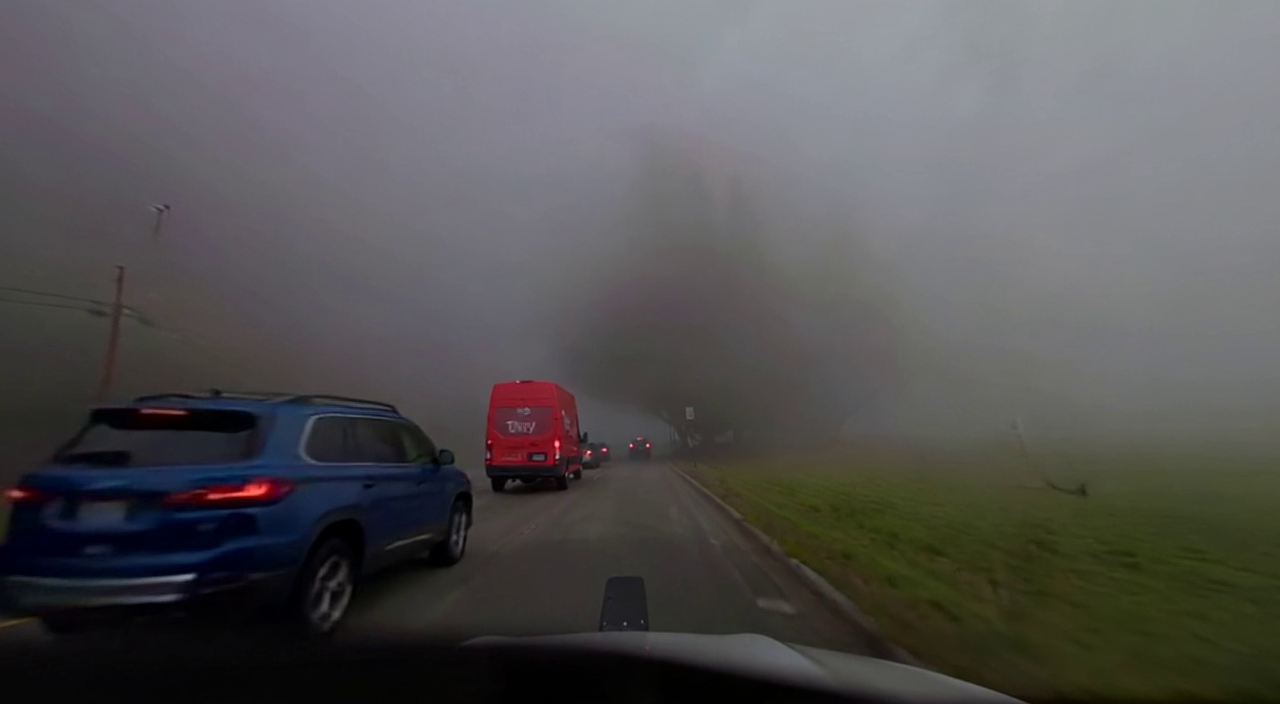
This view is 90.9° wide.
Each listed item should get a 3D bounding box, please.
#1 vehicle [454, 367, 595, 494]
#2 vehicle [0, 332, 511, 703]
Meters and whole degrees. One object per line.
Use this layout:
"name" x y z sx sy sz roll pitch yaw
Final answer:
"vehicle" -3.245 2.630 20.559 2.818 3.181 9.114 0 -8 0
"vehicle" -2.855 1.215 5.447 2.187 1.821 5.501 -1 -8 2
